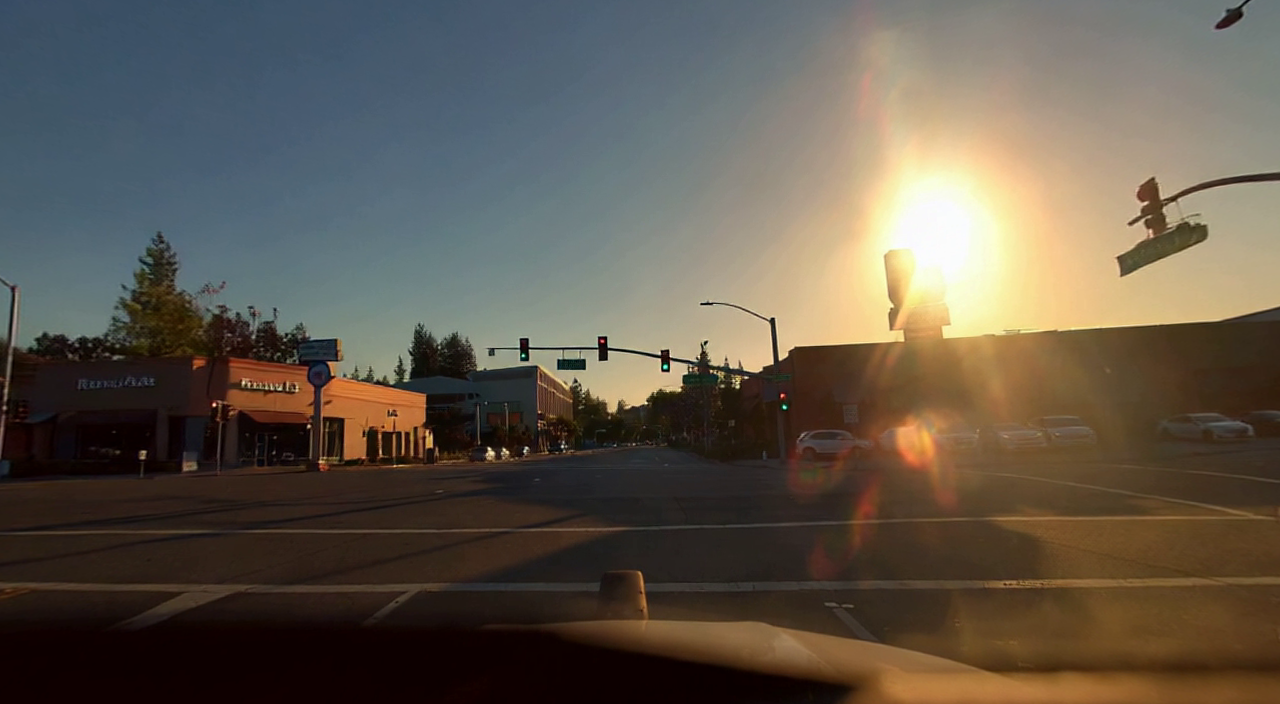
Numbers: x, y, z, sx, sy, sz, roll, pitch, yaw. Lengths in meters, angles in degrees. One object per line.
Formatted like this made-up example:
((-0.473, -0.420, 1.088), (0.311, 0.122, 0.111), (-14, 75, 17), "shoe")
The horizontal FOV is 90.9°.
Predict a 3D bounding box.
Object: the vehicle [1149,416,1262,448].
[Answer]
((28.281, 4.074, 31.725), (1.799, 1.459, 4.266), (0, -8, 3), "vehicle")
